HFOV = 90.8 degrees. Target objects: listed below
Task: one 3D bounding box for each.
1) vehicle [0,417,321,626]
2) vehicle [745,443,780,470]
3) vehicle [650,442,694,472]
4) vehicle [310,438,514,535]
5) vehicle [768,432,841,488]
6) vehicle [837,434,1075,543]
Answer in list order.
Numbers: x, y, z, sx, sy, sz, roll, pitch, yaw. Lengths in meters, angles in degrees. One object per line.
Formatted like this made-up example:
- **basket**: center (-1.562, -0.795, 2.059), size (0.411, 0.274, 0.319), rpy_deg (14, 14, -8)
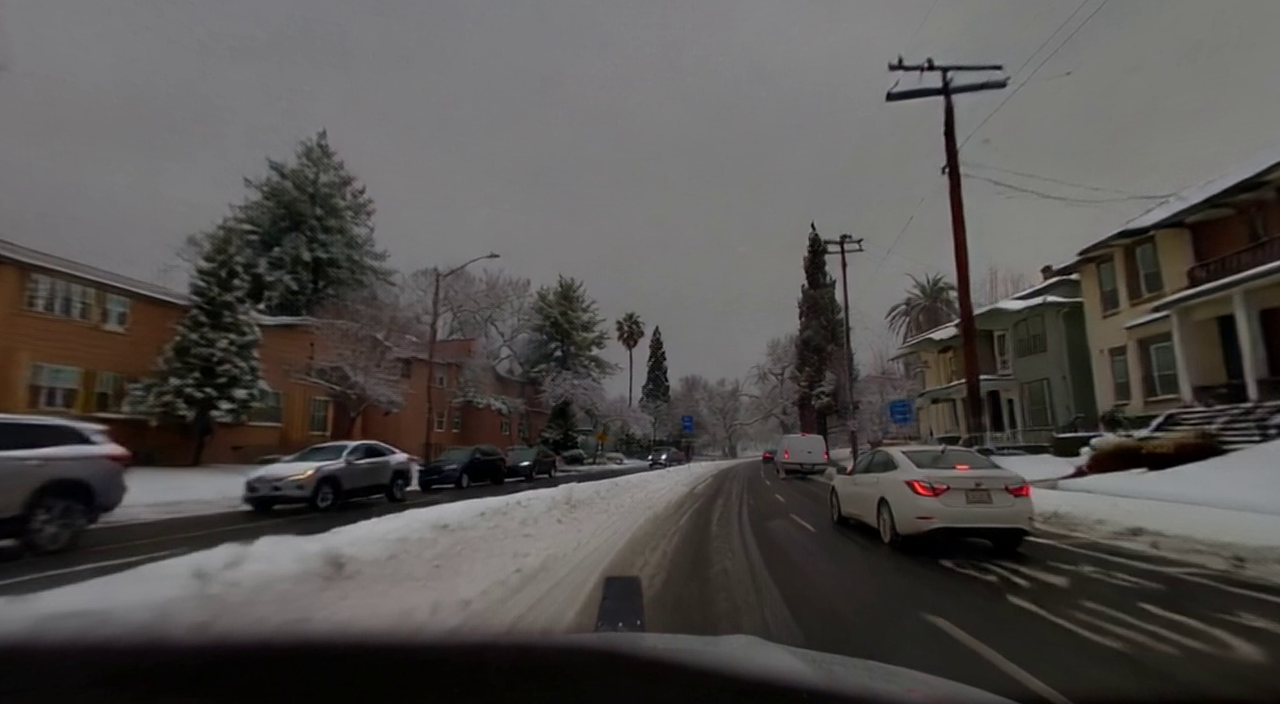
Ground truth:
- **vehicle**: center (-5.355, 1.486, 6.158), size (1.852, 1.498, 4.238), rpy_deg (-4, -8, 9)
- **vehicle**: center (7.804, 6.601, 40.031), size (1.923, 1.576, 4.026), rpy_deg (-2, -9, 13)
- **vehicle**: center (2.470, 7.852, 47.544), size (2.069, 1.820, 4.388), rpy_deg (-6, -7, 19)
- **vehicle**: center (-4.545, 2.712, 13.529), size (2.081, 1.453, 4.698), rpy_deg (-4, -6, 9)
- **vehicle**: center (6.410, 4.244, 25.194), size (2.109, 2.002, 4.424), rpy_deg (-1, -9, 6)
- **vehicle**: center (5.284, 2.326, 11.467), size (2.096, 1.552, 4.519), rpy_deg (0, -9, 2)
